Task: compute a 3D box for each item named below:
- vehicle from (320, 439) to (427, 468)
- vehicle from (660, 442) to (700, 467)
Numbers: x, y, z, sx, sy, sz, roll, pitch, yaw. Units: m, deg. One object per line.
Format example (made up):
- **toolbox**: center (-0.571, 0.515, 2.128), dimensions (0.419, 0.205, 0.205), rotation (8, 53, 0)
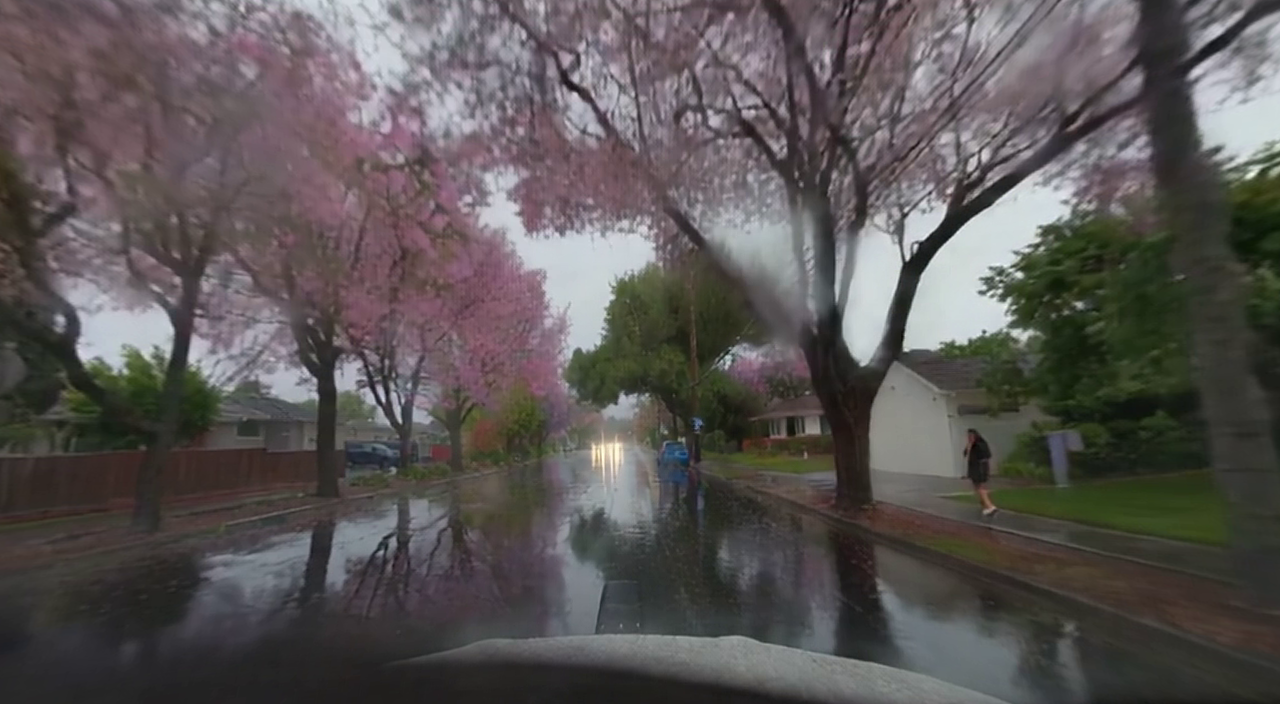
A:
- **vehicle**: center (-17.114, 6.566, 40.810), dimensions (5.902, 1.796, 2.183), rotation (0, -8, -2)
- **vehicle**: center (2.377, 6.250, 38.758), dimensions (2.022, 1.455, 4.406), rotation (0, -8, -2)
